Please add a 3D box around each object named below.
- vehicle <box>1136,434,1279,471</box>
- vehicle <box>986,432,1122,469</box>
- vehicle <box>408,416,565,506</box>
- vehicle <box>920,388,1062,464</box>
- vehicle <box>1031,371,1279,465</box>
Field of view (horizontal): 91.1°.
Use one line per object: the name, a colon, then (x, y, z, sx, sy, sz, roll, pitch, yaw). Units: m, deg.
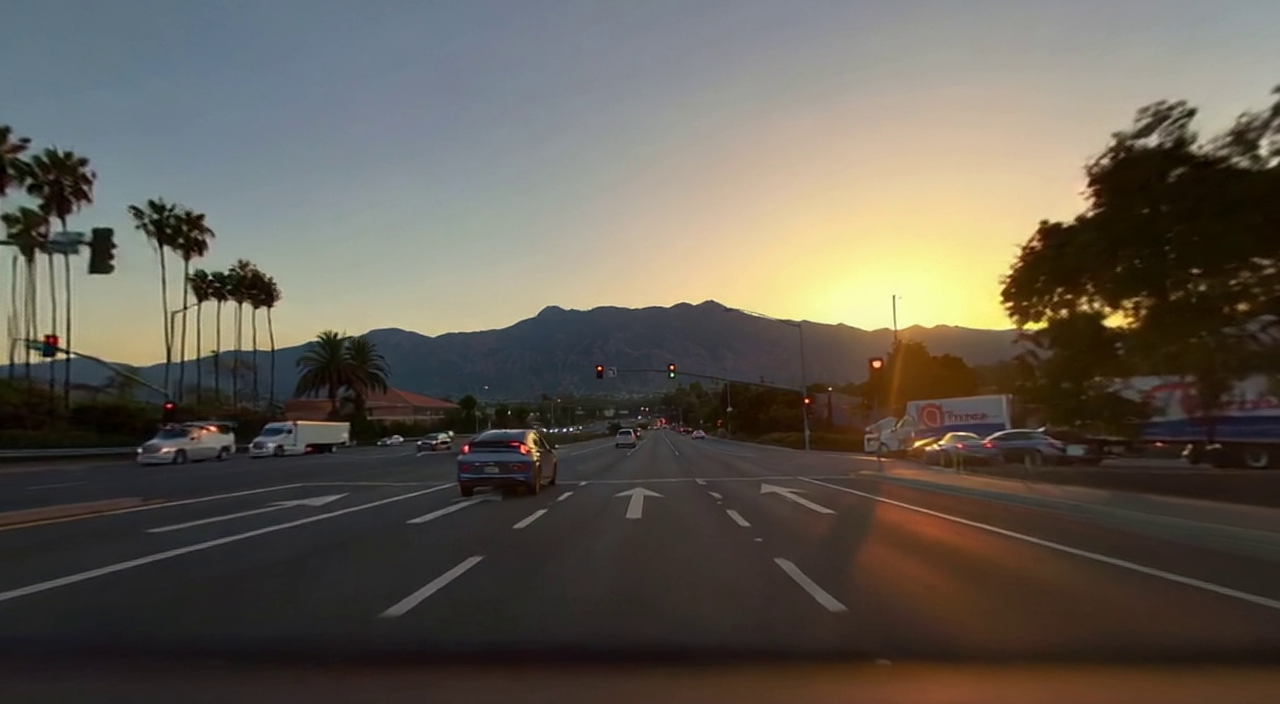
vehicle: (26.370, 4.629, 28.960, 4.992, 1.579, 2.193, 0, -9, 2)
vehicle: (19.235, 4.599, 29.355, 4.769, 1.638, 2.091, 0, -9, 2)
vehicle: (-3.209, 2.435, 14.300, 2.287, 1.712, 4.537, 0, -9, 2)
vehicle: (18.443, 4.001, 33.350, 5.512, 3.865, 3.002, 0, -10, 4)
vehicle: (30.150, 3.454, 32.598, 16.628, 4.605, 3.321, -1, -8, 6)
